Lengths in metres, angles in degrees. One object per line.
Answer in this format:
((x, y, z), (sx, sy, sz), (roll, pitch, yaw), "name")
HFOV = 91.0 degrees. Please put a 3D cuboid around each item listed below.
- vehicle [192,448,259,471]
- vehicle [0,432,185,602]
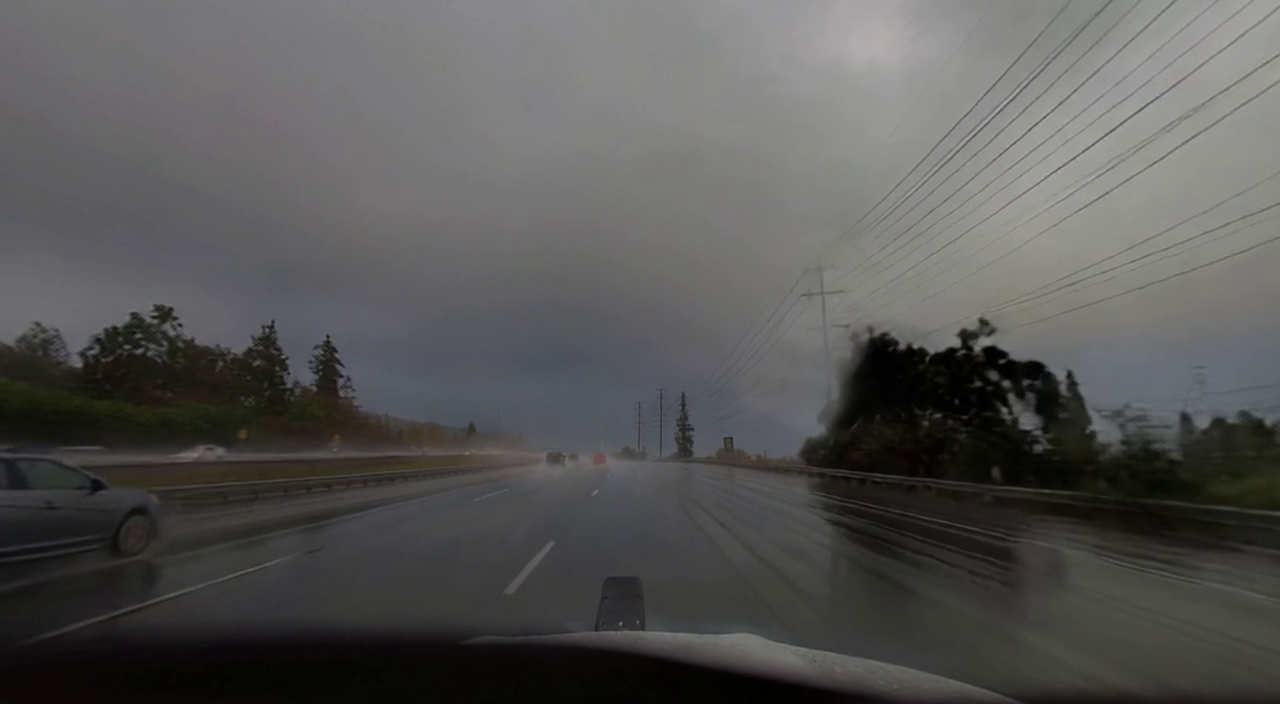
((-28.805, 7.456, 43.893), (1.785, 1.529, 4.337), (0, -9, -2), "vehicle")
((-6.832, 1.521, 5.860), (1.999, 1.527, 4.238), (0, -9, 0), "vehicle")
